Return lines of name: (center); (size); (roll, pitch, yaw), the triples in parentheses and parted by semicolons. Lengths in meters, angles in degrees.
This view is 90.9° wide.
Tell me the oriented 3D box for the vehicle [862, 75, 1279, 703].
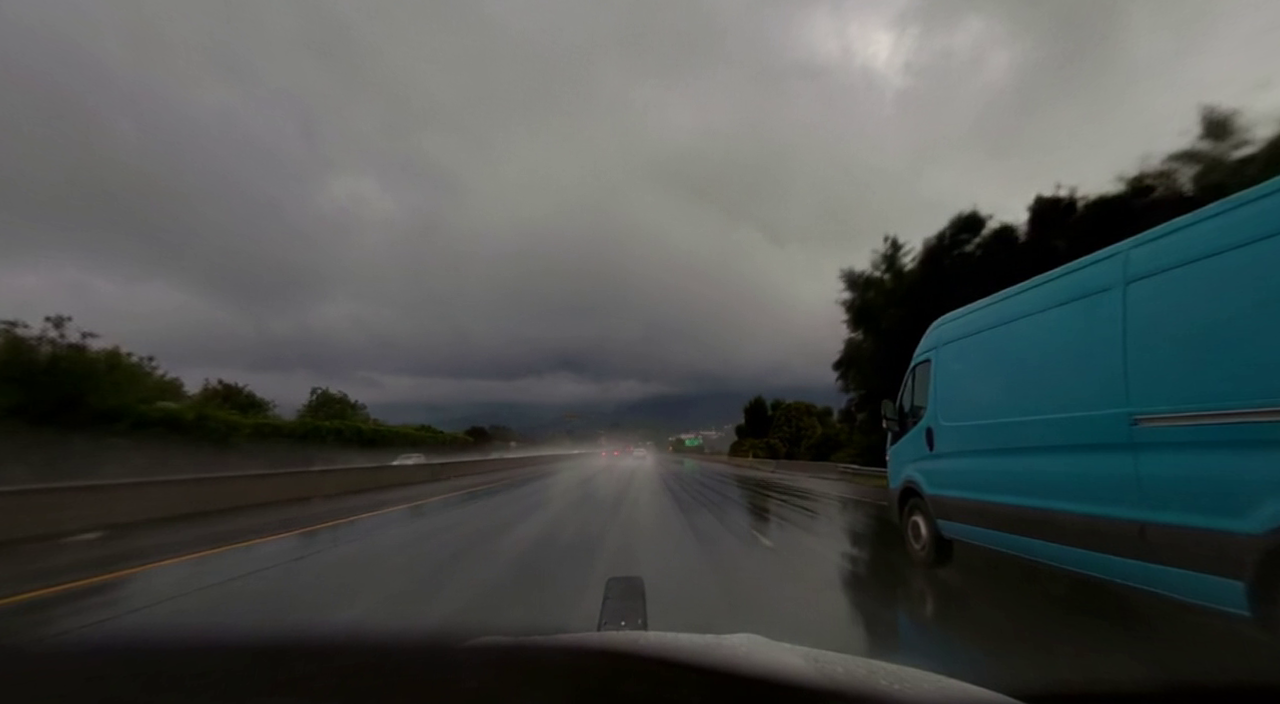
vehicle: (3.988, 0.480, 4.154); (2.527, 2.809, 6.831); (0, -9, 0)
